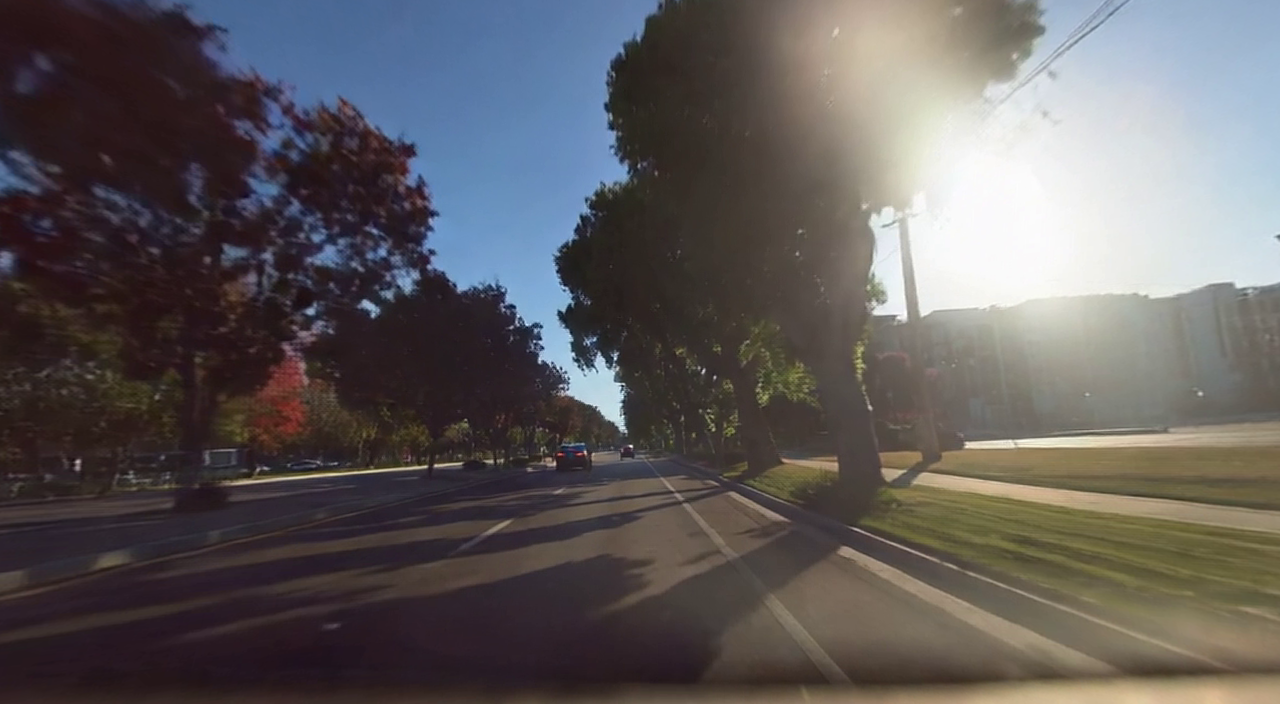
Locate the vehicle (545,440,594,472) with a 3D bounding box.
[{"bbox_3d":[-3.892,5.837,35.669,2.202,1.685,4.772,0,-9,0],"label":"vehicle"}]
